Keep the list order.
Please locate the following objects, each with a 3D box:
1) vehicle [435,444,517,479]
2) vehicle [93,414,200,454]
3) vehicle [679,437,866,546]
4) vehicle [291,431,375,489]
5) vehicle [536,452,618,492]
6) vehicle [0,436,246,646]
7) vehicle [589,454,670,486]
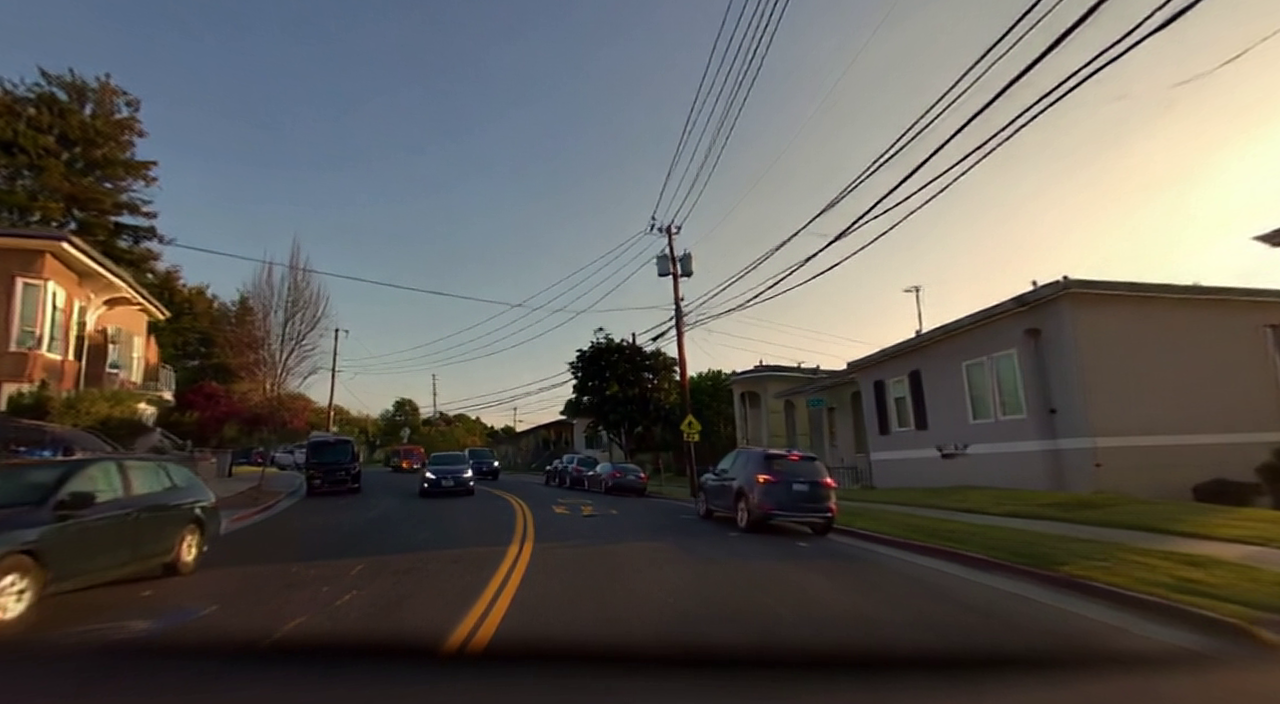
[{"bbox_3d":[-10.270,6.783,39.297,2.449,1.869,5.504,15,-16,-41],"label":"vehicle"},{"bbox_3d":[-26.483,4.468,34.003,1.861,1.569,4.064,-11,-20,41],"label":"vehicle"},{"bbox_3d":[2.360,2.633,12.683,1.994,1.682,4.750,4,-9,-10],"label":"vehicle"},{"bbox_3d":[-11.440,4.059,23.521,2.378,1.840,5.389,6,-12,-26],"label":"vehicle"},{"bbox_3d":[-2.904,5.267,28.037,1.923,1.531,4.568,8,-11,-27],"label":"vehicle"},{"bbox_3d":[-6.266,1.729,6.257,2.023,1.674,4.556,-1,-8,-4],"label":"vehicle"},{"bbox_3d":[-0.568,6.558,35.314,4.163,1.586,2.023,7,-11,-39],"label":"vehicle"}]
